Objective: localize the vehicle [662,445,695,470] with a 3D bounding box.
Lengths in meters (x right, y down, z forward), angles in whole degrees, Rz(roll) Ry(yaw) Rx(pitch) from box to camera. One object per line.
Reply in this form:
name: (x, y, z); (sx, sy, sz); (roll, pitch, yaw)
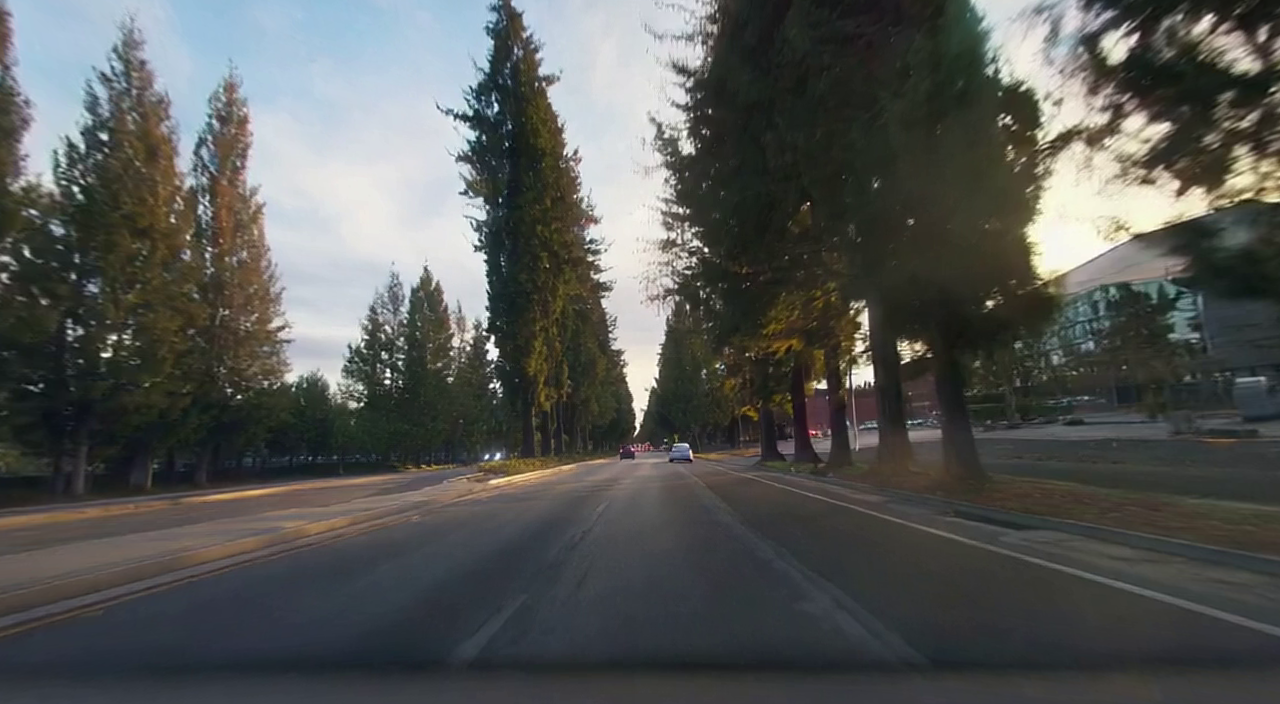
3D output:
vehicle: (2.446, 6.877, 41.469); (1.925, 1.488, 4.271); (0, -8, 0)
